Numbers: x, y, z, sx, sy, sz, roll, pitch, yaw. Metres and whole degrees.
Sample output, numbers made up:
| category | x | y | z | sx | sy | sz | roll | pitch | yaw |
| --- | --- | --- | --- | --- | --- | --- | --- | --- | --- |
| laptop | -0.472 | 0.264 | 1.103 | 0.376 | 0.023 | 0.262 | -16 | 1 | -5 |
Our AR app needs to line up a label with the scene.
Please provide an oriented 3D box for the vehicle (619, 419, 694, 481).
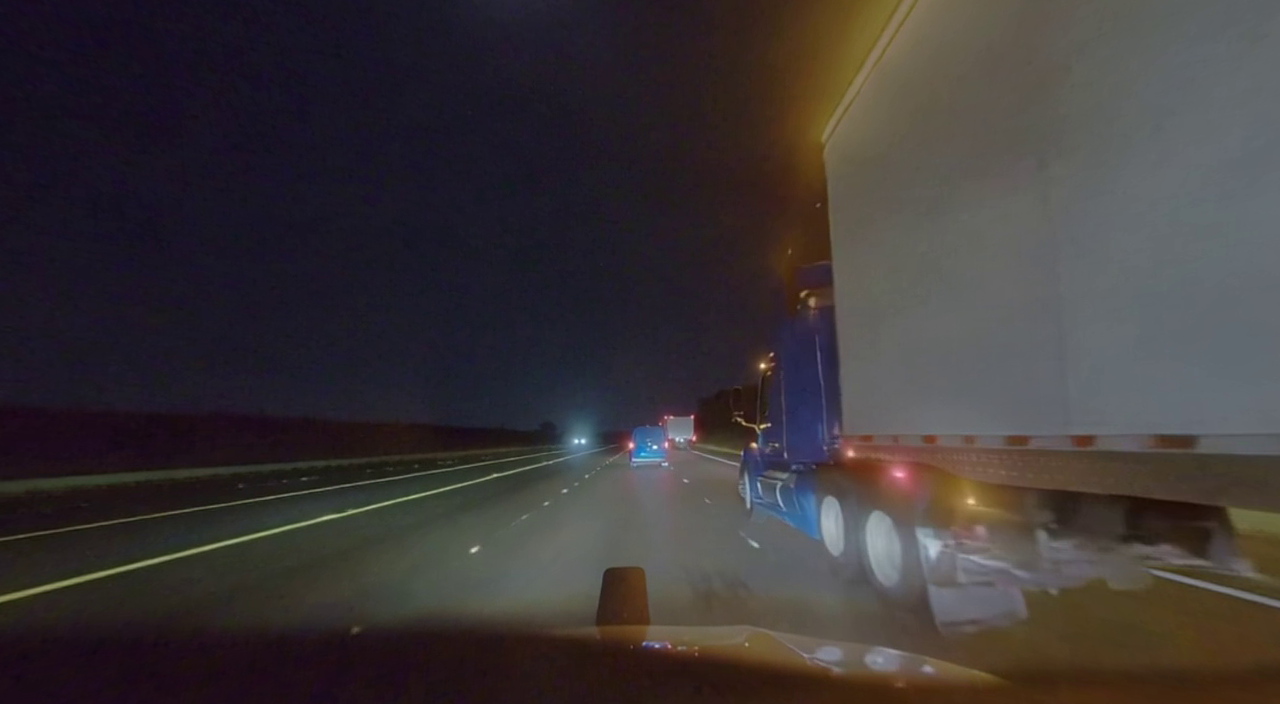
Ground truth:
| category | x | y | z | sx | sy | sz | roll | pitch | yaw |
| --- | --- | --- | --- | --- | --- | --- | --- | --- | --- |
| vehicle | 0.606 | 3.561 | 23.136 | 2.469 | 2.027 | 4.554 | 0 | -8 | 2 |
